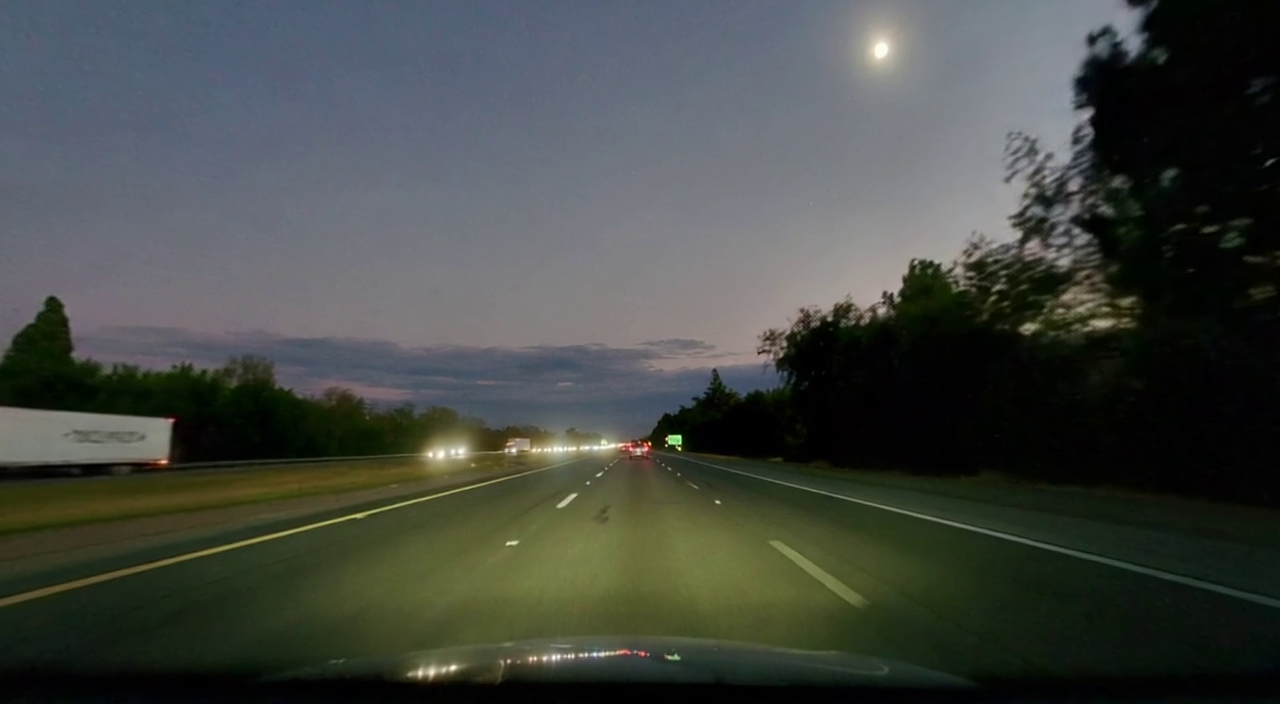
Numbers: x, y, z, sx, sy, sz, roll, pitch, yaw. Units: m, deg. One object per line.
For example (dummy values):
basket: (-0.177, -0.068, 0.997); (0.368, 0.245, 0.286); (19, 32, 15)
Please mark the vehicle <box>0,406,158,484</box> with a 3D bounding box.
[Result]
vehicle: (-36.174, 5.604, 37.799); (2.916, 4.200, 15.256); (0, -9, -1)
